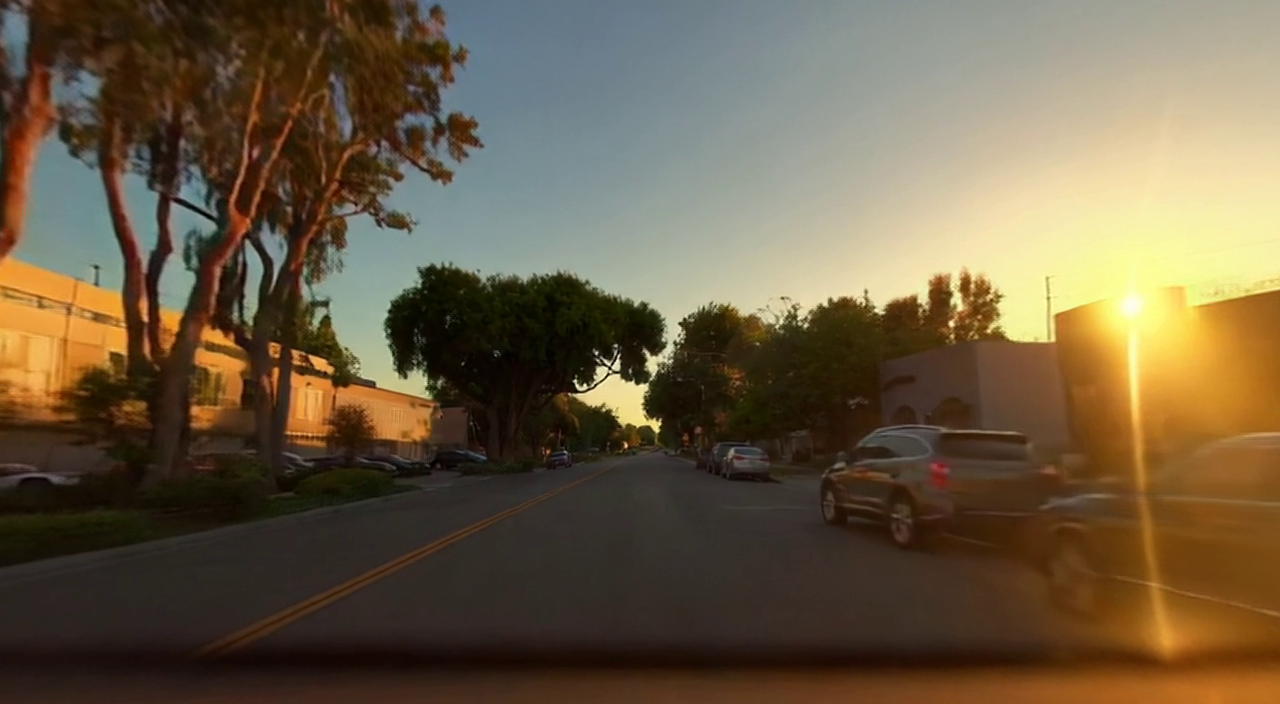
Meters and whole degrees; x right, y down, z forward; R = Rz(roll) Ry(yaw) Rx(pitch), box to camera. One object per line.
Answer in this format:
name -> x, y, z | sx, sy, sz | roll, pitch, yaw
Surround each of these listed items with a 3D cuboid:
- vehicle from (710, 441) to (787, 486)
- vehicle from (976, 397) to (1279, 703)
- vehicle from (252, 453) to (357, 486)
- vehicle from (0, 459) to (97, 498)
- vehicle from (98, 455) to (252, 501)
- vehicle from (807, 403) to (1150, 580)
vehicle -> 4.076, 4.281, 24.663 | 1.952, 1.538, 5.215 | 0, -8, -1
vehicle -> 4.055, 0.991, 3.121 | 1.933, 1.528, 5.006 | 0, -8, -1
vehicle -> -15.866, 5.528, 29.907 | 4.181, 1.467, 1.851 | -3, -9, 16
vehicle -> -26.404, 5.405, 27.097 | 4.376, 1.523, 1.781 | 5, -10, -32
vehicle -> -16.209, 4.344, 22.066 | 4.491, 1.455, 1.959 | -3, -9, 18
vehicle -> 3.935, 1.700, 8.469 | 2.104, 1.726, 4.288 | 0, -8, -1
